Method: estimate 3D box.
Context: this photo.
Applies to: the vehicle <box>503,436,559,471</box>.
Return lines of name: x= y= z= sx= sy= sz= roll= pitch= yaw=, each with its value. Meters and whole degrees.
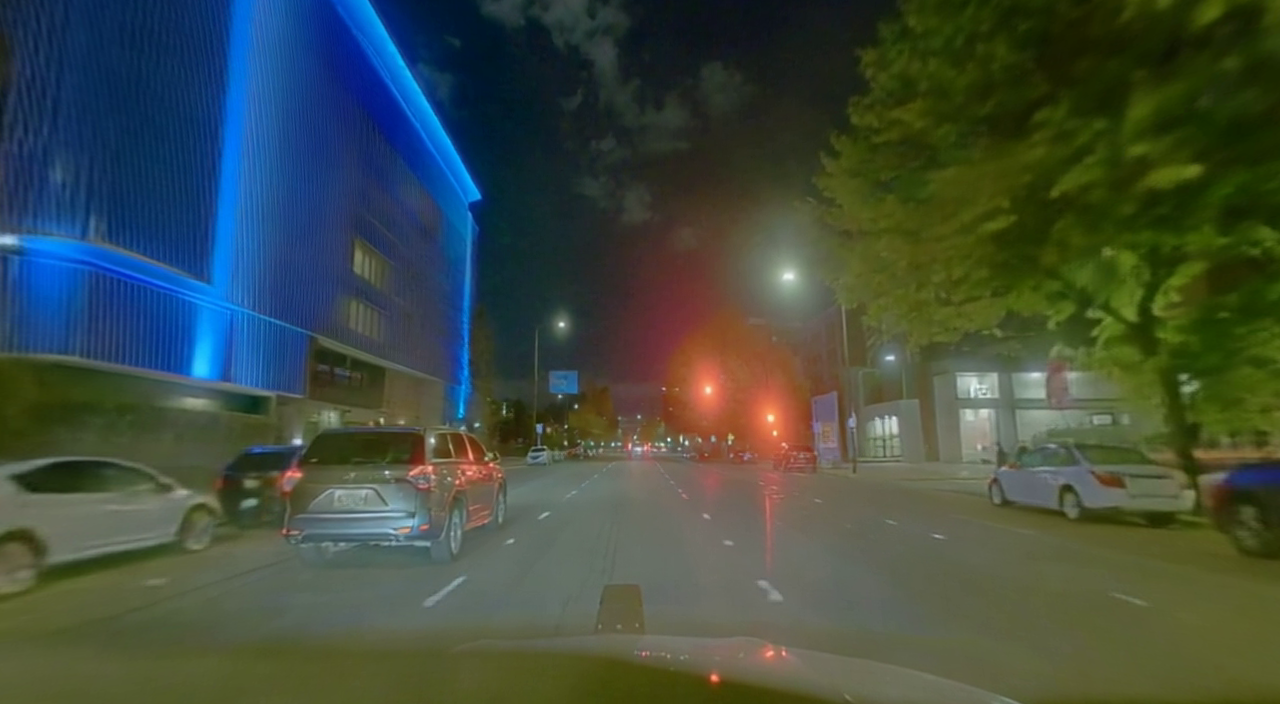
vehicle: x=-6.737 y=6.356 z=39.661 sx=2.290 sy=2.012 sz=5.654 roll=-1 pitch=-8 yaw=2

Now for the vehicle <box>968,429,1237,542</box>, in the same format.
vehicle: x=9.000 y=2.581 z=12.984 sx=2.005 sy=1.726 sz=4.658 roll=5 pitch=-8 yaw=-1

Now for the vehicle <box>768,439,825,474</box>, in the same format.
vehicle: x=9.290 y=6.227 z=37.977 sx=2.129 sy=1.929 sz=5.537 roll=0 pitch=-8 yaw=1

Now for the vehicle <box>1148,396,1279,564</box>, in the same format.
vehicle: x=9.247 y=1.486 z=7.094 sx=2.249 sy=2.117 sz=5.743 roll=0 pitch=-8 yaw=0

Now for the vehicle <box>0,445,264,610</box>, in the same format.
vehicle: x=-6.929 y=1.936 z=7.493 sx=1.984 sy=1.508 sz=4.788 roll=-4 pitch=-8 yaw=1

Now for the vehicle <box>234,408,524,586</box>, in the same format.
vehicle: x=-3.022 y=1.769 z=8.574 sx=2.002 sy=1.756 sz=4.366 roll=-1 pitch=-8 yaw=1
